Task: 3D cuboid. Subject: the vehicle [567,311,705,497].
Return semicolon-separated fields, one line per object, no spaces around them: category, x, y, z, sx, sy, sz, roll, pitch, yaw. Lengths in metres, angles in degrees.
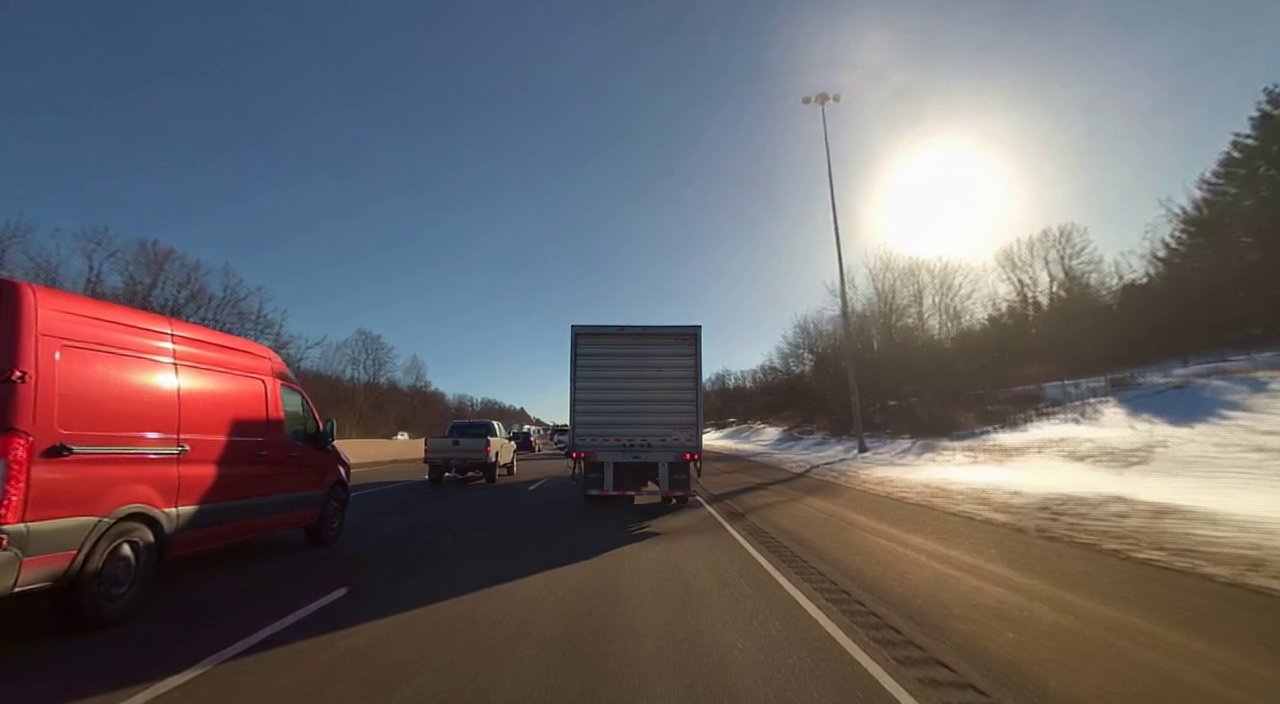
vehicle;-0.120;1.775;18.706;2.953;4.041;10.072;0;-8;-1

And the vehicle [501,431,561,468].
vehicle;-4.869;4.426;28.705;1.931;1.539;4.441;0;-8;0

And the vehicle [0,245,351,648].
vehicle;-5.272;0.864;5.941;2.478;2.515;5.438;0;-8;0

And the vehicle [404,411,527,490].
vehicle;-4.904;2.837;18.525;2.168;1.985;4.952;0;-8;0
